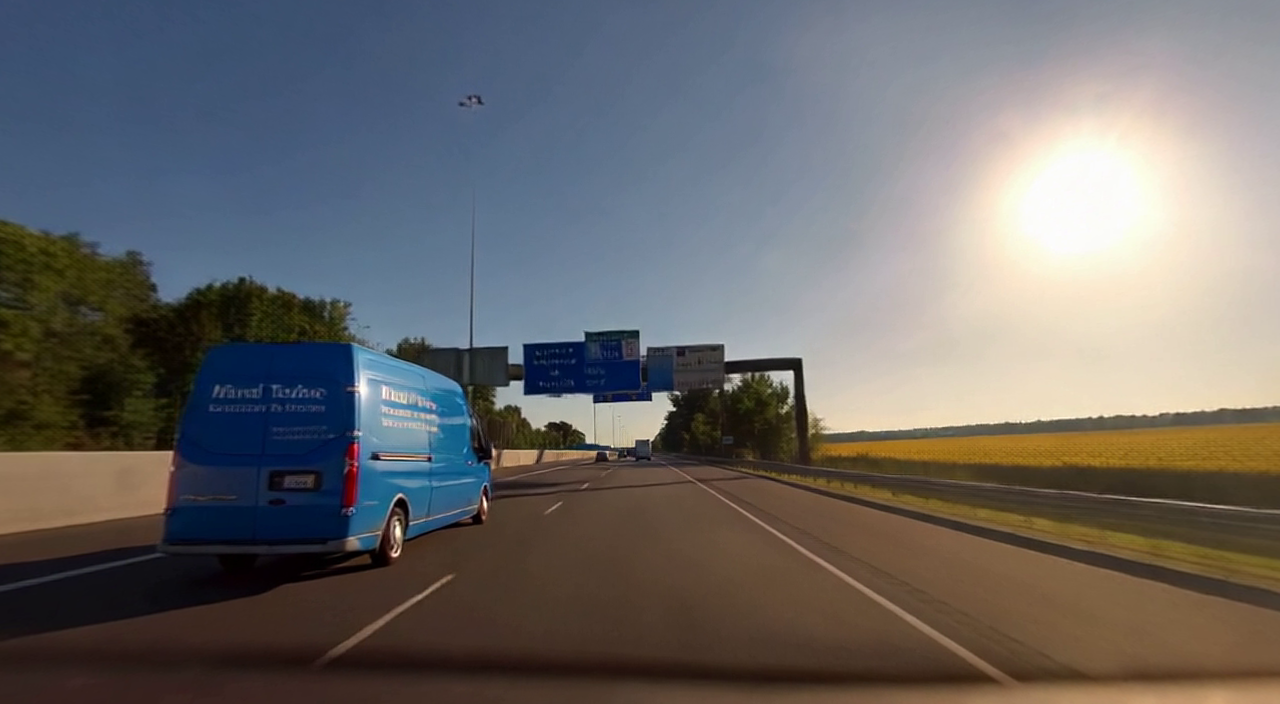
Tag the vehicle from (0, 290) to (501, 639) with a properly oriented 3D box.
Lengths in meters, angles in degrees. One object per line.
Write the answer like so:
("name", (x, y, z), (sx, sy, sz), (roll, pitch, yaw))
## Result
("vehicle", (-3.769, 1.336, 8.312), (2.320, 2.636, 7.021), (0, -9, -1))
